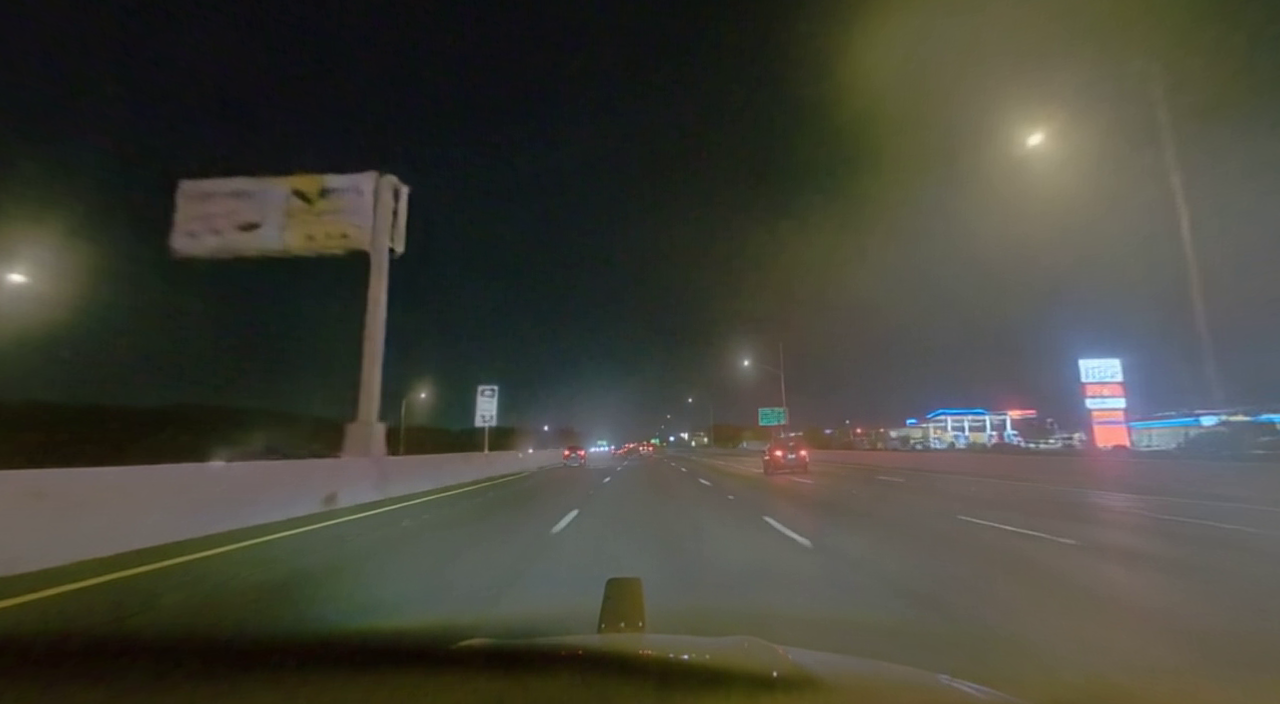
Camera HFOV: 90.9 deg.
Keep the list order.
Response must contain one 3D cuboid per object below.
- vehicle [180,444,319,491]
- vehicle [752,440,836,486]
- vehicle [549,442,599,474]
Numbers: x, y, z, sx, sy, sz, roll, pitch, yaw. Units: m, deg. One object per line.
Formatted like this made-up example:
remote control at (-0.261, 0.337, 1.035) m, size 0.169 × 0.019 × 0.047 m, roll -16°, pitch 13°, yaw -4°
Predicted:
vehicle at (-14.263, 4.224, 23.424) m, size 2.283 × 1.536 × 4.403 m, roll -1°, pitch -9°, yaw 1°
vehicle at (5.464, 3.993, 23.090) m, size 1.909 × 1.467 × 4.940 m, roll -1°, pitch -9°, yaw 1°
vehicle at (-3.301, 5.416, 32.387) m, size 2.114 × 1.510 × 4.186 m, roll -1°, pitch -9°, yaw 1°
